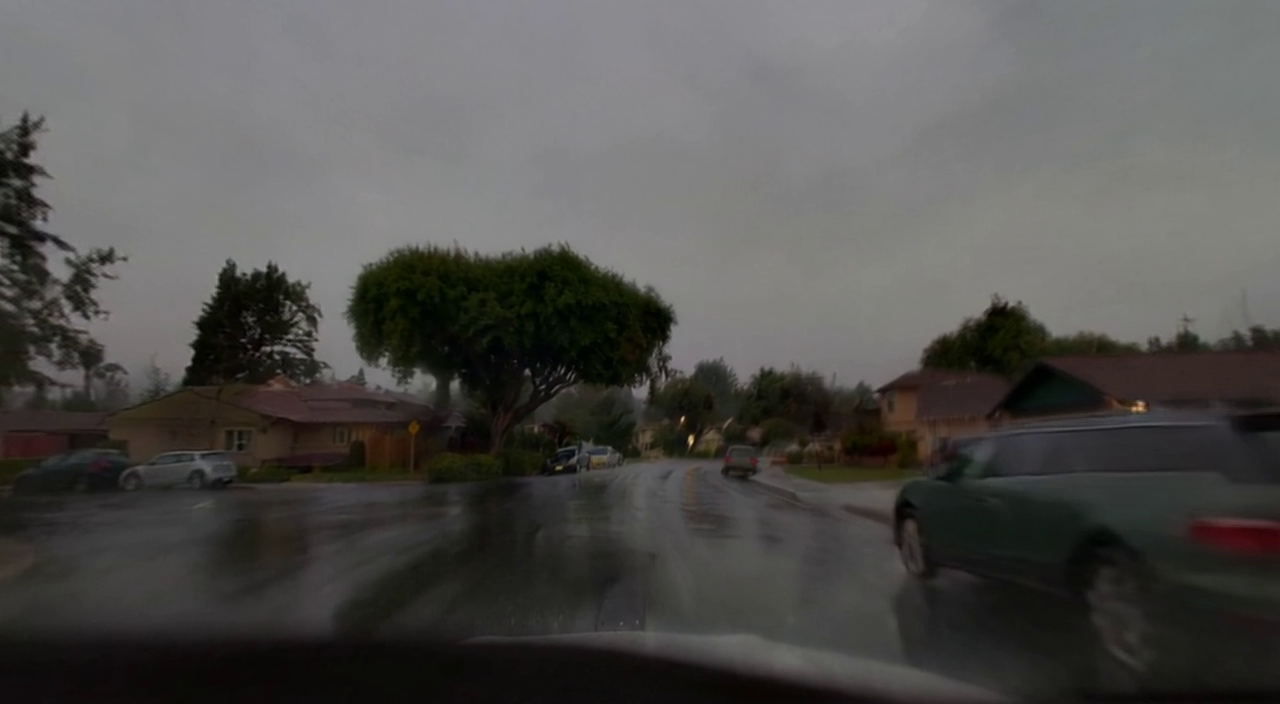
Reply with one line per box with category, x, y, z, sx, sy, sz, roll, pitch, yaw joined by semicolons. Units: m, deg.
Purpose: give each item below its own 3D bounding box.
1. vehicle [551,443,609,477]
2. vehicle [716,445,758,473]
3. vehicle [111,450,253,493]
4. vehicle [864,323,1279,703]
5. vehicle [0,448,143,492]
vehicle;-3.424;6.260;36.915;2.041;1.762;4.508;-4;-8;12
vehicle;6.372;6.919;41.102;2.075;1.657;4.648;-3;-9;16
vehicle;-16.217;4.207;22.484;3.734;1.441;1.756;-1;-9;4
vehicle;3.629;1.098;4.447;2.228;1.813;4.901;0;-9;-1
vehicle;-20.409;4.203;22.710;3.610;1.501;1.814;-1;-9;5
